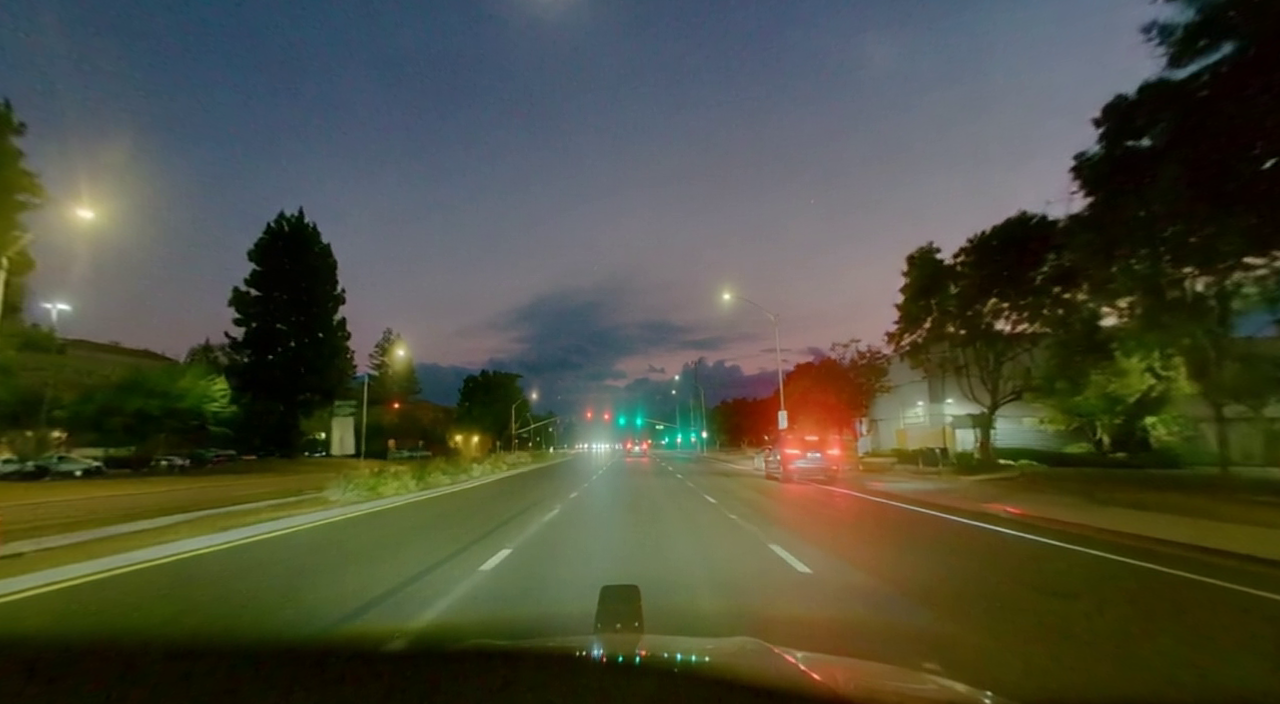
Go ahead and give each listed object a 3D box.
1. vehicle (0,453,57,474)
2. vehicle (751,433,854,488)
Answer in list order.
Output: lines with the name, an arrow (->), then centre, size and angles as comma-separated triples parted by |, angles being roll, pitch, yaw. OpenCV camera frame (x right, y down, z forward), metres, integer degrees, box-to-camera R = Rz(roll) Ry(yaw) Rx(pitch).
vehicle -> -47.758, 8.471, 48.103 | 1.793, 1.472, 4.450 | -5, -10, 33
vehicle -> 5.824, 3.952, 23.456 | 2.295, 1.804, 4.971 | 0, -8, -3
